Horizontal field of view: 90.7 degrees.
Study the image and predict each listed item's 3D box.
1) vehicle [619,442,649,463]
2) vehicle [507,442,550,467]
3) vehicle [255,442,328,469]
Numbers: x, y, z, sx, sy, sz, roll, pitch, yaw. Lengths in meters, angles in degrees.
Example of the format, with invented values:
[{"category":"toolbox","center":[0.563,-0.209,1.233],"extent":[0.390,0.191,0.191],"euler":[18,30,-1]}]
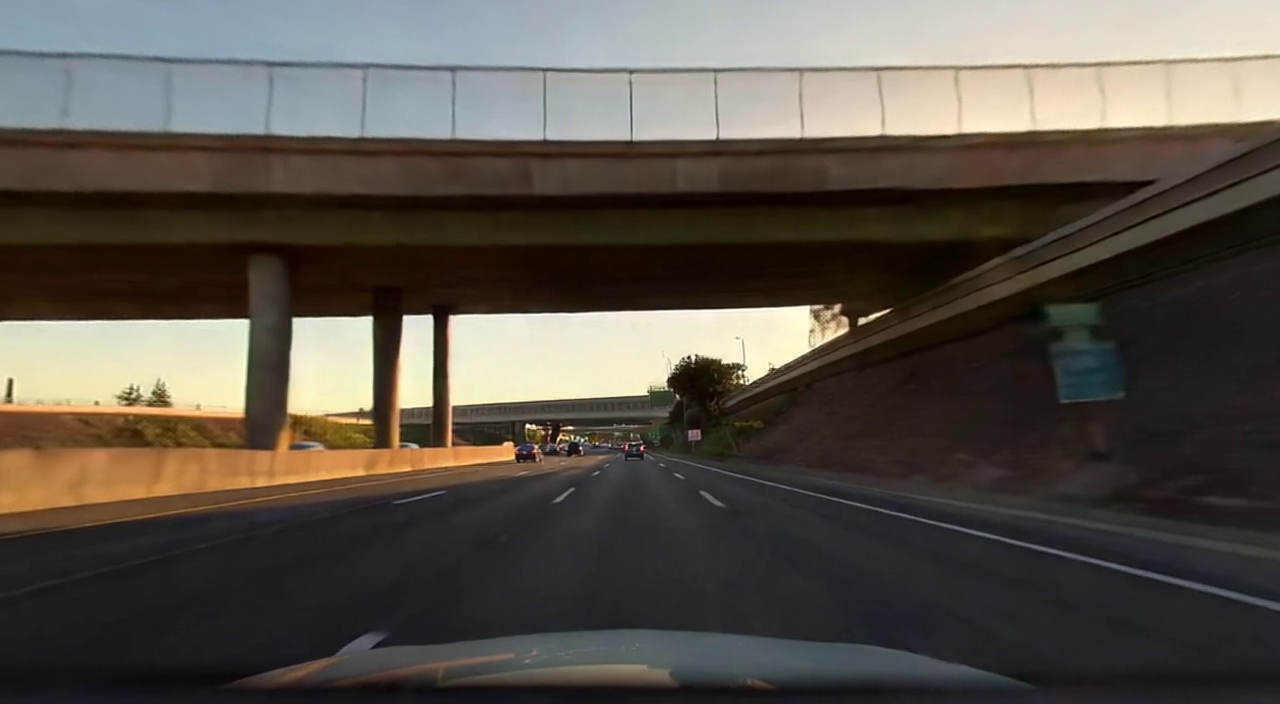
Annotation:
[{"category":"vehicle","center":[-0.507,7.435,46.805],"extent":[2.086,1.472,4.168],"euler":[0,-8,-2]},{"category":"vehicle","center":[-7.299,6.740,41.806],"extent":[1.994,1.487,4.605],"euler":[0,-8,0]},{"category":"vehicle","center":[-25.448,7.556,46.471],"extent":[2.166,1.769,5.672],"euler":[0,-8,0]}]
